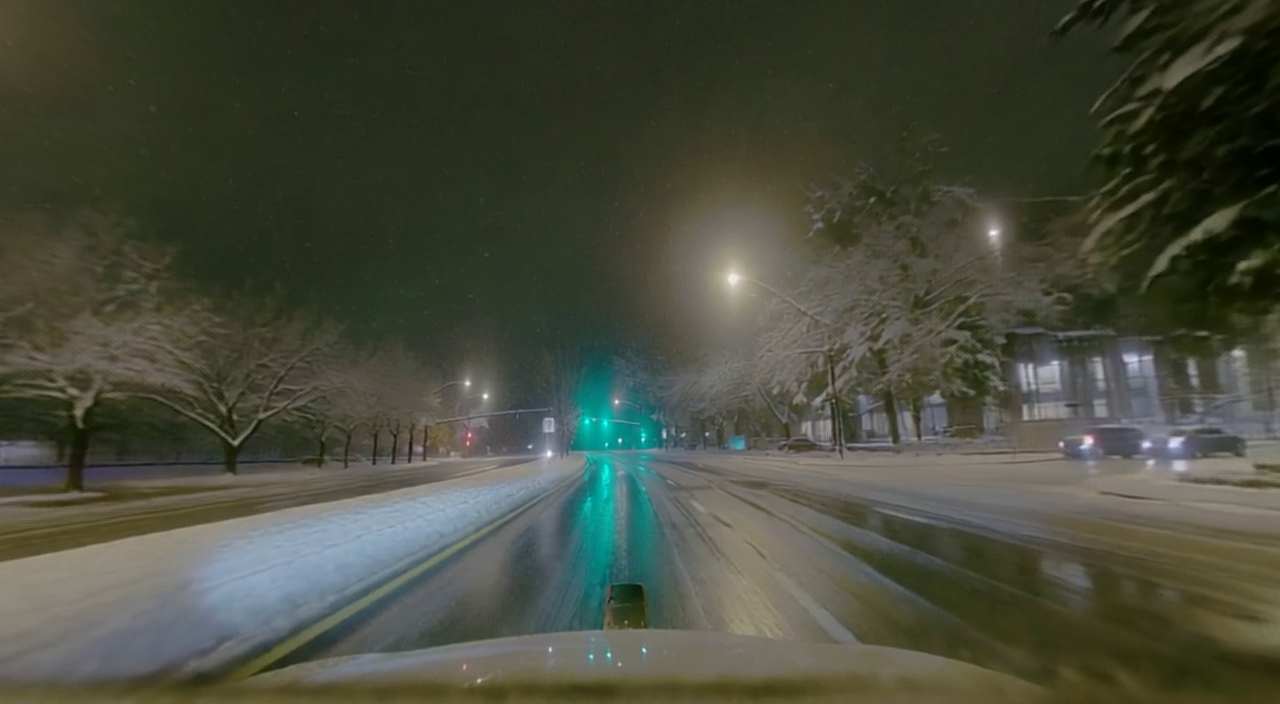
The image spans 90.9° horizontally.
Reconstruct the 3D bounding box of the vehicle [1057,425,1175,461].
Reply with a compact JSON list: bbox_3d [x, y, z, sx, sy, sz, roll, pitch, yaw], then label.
[{"bbox_3d":[26.234,5.030,34.852,4.950,1.924,2.146,1,-8,-7],"label":"vehicle"}]
